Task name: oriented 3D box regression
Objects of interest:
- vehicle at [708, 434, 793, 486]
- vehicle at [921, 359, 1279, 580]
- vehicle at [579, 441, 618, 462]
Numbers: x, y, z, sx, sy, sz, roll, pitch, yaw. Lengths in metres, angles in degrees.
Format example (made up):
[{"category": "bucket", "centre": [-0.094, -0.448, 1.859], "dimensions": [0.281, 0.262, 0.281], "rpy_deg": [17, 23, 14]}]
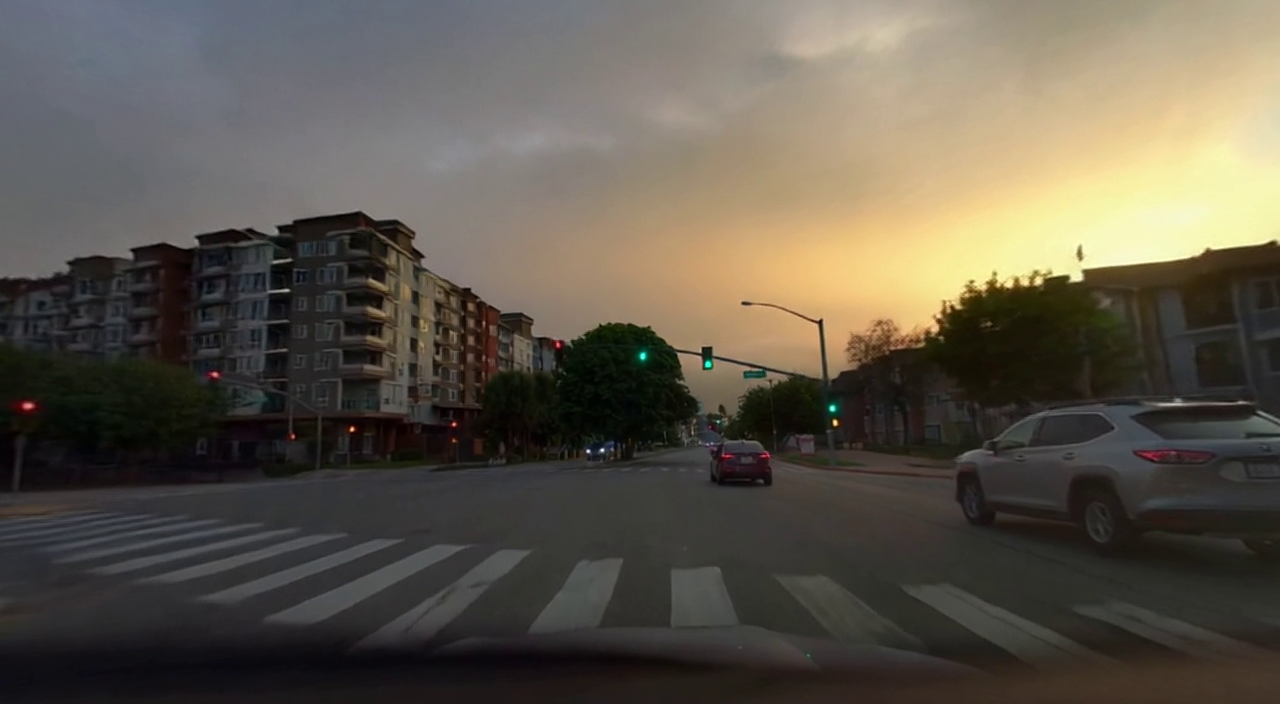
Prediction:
[{"category": "vehicle", "centre": [3.432, 3.455, 20.484], "dimensions": [2.003, 1.480, 4.494], "rpy_deg": [0, -8, 1]}, {"category": "vehicle", "centre": [6.431, 1.495, 8.736], "dimensions": [2.427, 2.017, 5.763], "rpy_deg": [0, -8, 0]}, {"category": "vehicle", "centre": [-3.016, 7.384, 47.035], "dimensions": [2.032, 1.484, 4.437], "rpy_deg": [-1, -8, 8]}]
